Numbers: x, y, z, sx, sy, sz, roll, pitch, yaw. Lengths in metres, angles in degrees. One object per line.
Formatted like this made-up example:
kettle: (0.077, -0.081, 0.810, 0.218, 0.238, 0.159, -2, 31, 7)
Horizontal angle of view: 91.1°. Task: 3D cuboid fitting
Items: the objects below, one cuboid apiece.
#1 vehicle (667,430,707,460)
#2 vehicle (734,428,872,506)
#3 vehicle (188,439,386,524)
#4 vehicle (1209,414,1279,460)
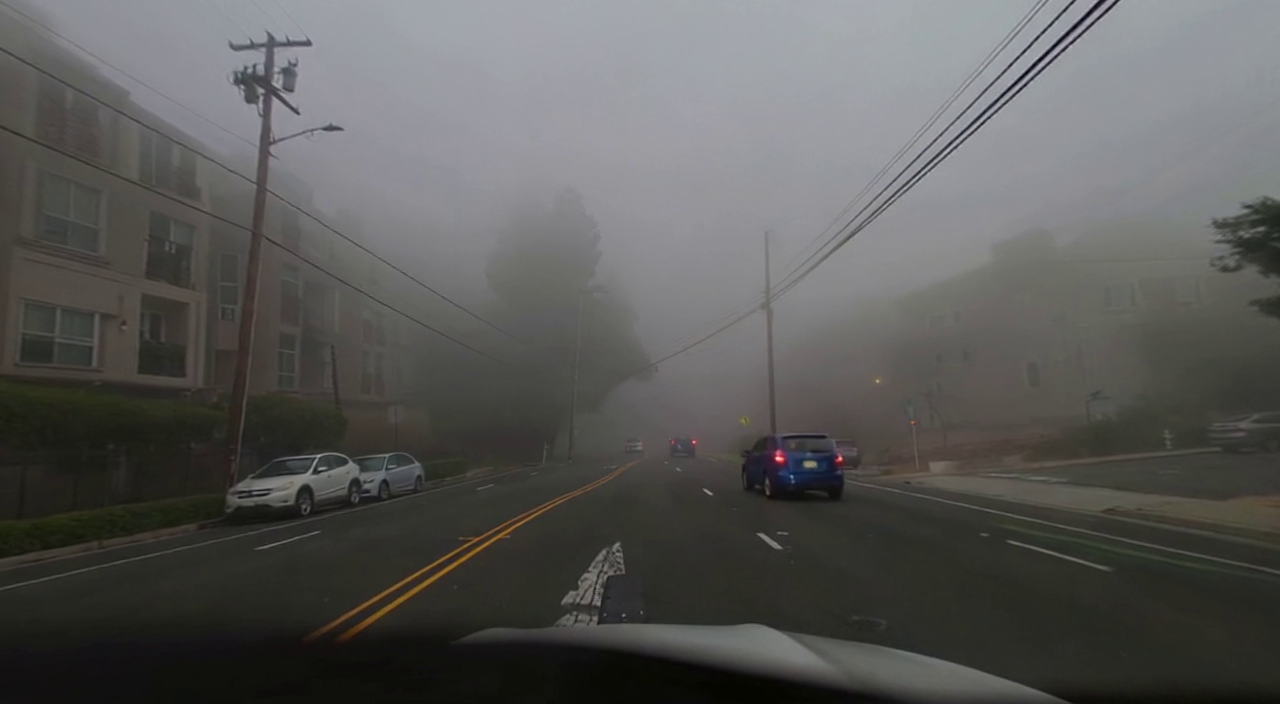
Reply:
vehicle: (2.931, 5.972, 40.230, 2.046, 1.784, 4.687, 0, -8, -2)
vehicle: (3.640, 2.661, 14.952, 2.028, 1.552, 4.370, 0, -8, -1)
vehicle: (-8.638, 3.167, 16.042, 2.381, 1.825, 4.652, 0, -8, -1)
vehicle: (25.322, 3.380, 24.924, 1.944, 1.723, 4.441, -2, -9, 13)
